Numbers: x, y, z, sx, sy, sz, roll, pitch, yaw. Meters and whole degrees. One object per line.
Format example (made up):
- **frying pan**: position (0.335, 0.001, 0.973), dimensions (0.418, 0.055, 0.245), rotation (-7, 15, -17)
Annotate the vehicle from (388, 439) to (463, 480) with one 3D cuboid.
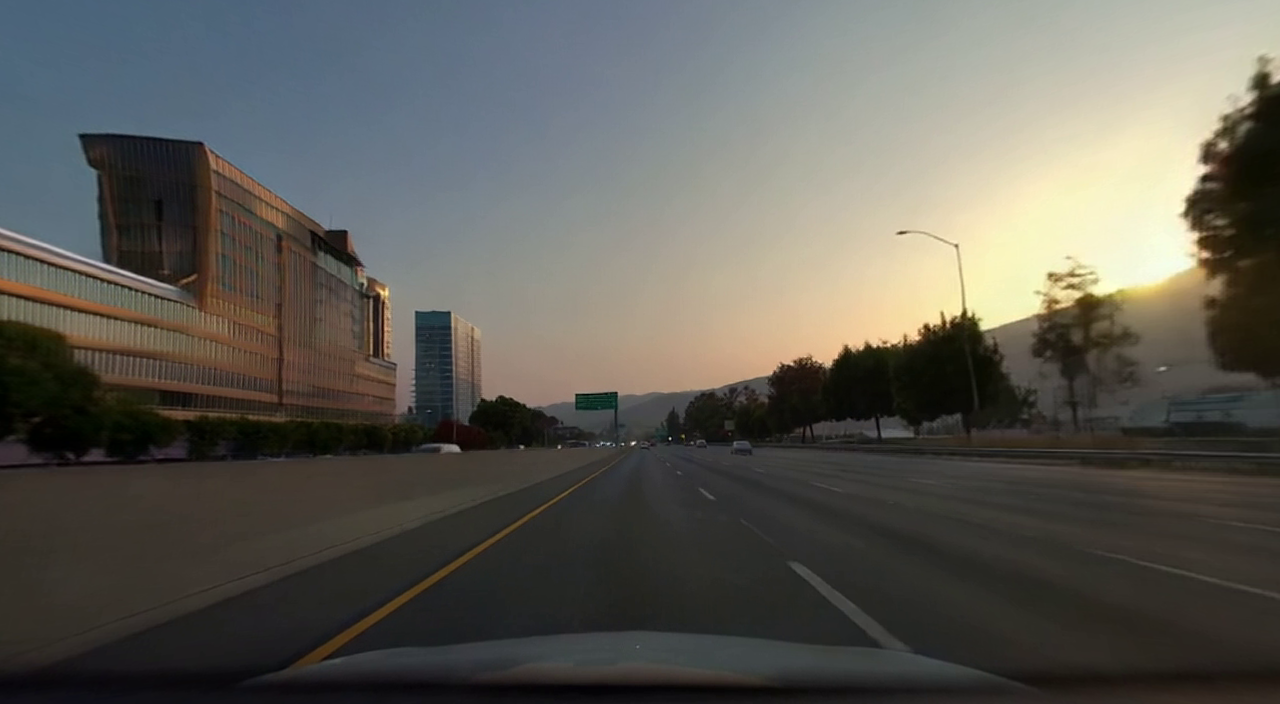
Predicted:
- **vehicle**: position (-11.359, 5.729, 33.919), dimensions (2.163, 1.968, 5.439), rotation (0, -9, -1)
